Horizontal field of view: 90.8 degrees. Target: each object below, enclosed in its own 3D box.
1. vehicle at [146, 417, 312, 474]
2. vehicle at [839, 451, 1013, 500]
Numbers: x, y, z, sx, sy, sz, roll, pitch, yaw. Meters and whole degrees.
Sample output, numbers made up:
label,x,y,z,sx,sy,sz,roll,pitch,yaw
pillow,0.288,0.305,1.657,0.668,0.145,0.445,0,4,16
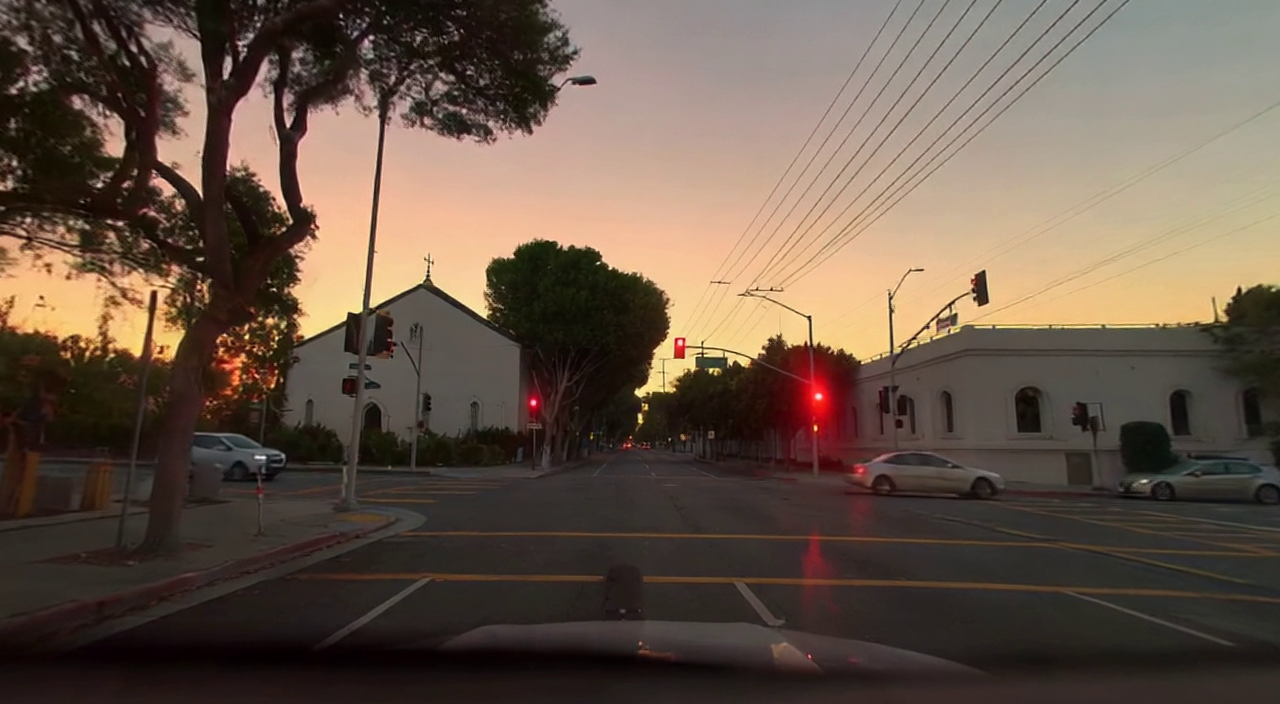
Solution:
label,x,y,z,sx,sy,sz,roll,pitch,yaw
vehicle,-14.408,3.303,22.366,4.372,1.892,2.002,0,-9,-2
vehicle,9.231,4.011,20.741,4.718,1.497,2.032,0,-9,3
